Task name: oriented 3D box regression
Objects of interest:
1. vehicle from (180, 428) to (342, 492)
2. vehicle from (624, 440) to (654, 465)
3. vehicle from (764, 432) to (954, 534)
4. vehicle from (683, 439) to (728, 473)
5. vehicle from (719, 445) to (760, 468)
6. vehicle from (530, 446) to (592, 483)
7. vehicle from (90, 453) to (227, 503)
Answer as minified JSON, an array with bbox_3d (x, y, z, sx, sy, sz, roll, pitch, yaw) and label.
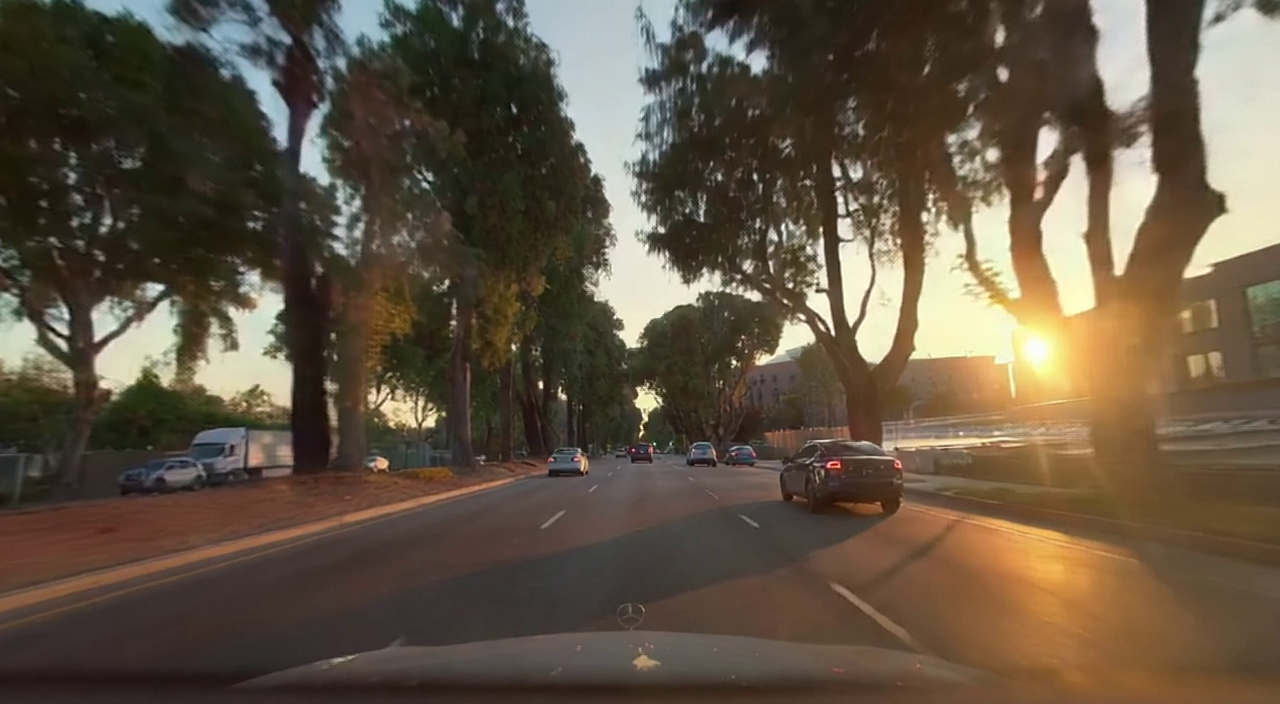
[{"bbox_3d":[-22.392,6.464,38.452,2.816,3.267,11.356,0,-9,0],"label":"vehicle"},{"bbox_3d":[-0.128,7.863,49.304,2.247,1.882,4.603,0,-9,-1],"label":"vehicle"},{"bbox_3d":[3.667,2.265,11.501,1.919,1.502,4.232,0,-9,0],"label":"vehicle"},{"bbox_3d":[3.551,5.755,35.045,1.980,1.709,4.367,0,-9,-1],"label":"vehicle"},{"bbox_3d":[6.968,7.364,44.712,2.040,1.509,4.618,0,-9,-2],"label":"vehicle"},{"bbox_3d":[-3.146,4.577,25.923,2.013,1.354,3.908,0,-9,0],"label":"vehicle"},{"bbox_3d":[-22.294,5.819,29.590,2.159,1.908,5.564,-2,-8,-1],"label":"vehicle"}]
